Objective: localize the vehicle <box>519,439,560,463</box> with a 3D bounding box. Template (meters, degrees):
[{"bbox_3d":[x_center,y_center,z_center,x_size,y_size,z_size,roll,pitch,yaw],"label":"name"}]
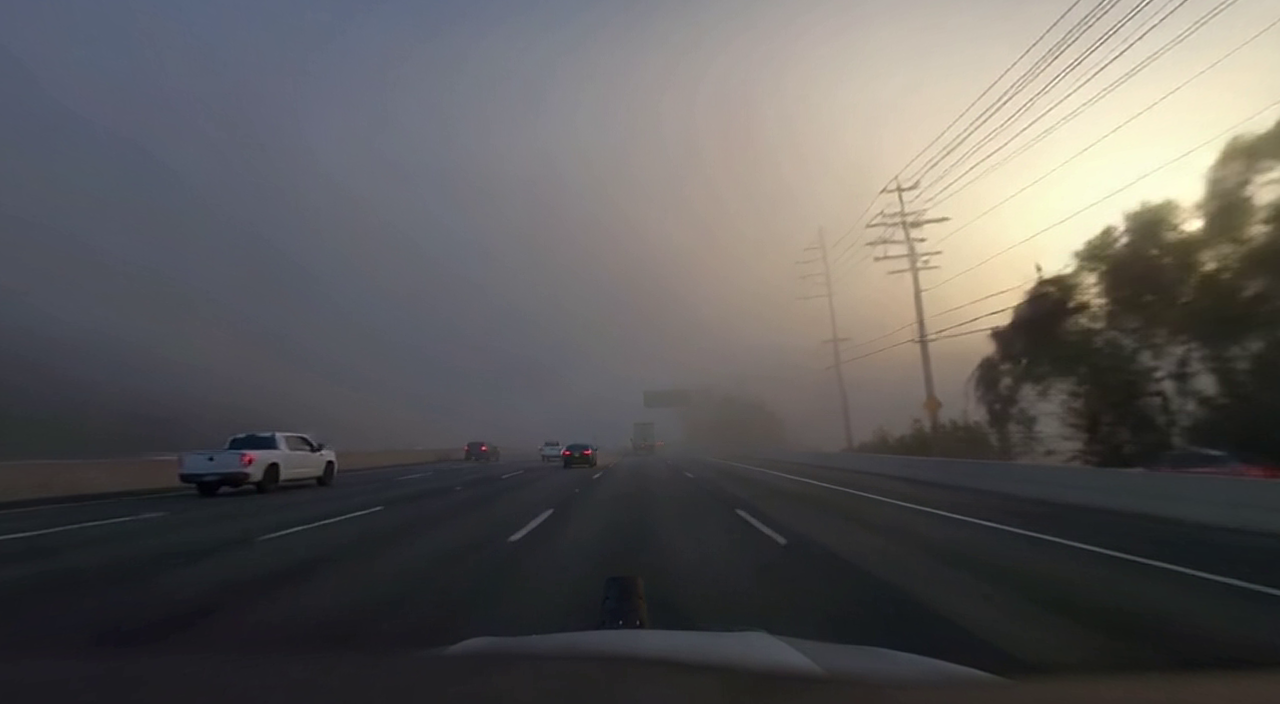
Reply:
[{"bbox_3d":[-6.901,6.845,43.696,1.946,1.514,4.687,0,-9,1],"label":"vehicle"}]

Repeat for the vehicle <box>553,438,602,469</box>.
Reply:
[{"bbox_3d":[-3.278,5.442,33.875,2.045,1.532,4.954,0,-9,1],"label":"vehicle"}]

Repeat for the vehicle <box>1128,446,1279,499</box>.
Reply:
[{"bbox_3d":[19.049,3.898,20.899,1.985,1.521,4.827,0,-9,2],"label":"vehicle"}]

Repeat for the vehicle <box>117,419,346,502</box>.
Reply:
[{"bbox_3d":[-10.637,2.893,17.222,2.310,1.853,5.817,0,-9,1],"label":"vehicle"}]

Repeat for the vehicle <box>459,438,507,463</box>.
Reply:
[{"bbox_3d":[-10.858,6.835,43.808,2.058,1.621,4.739,0,-9,1],"label":"vehicle"}]
